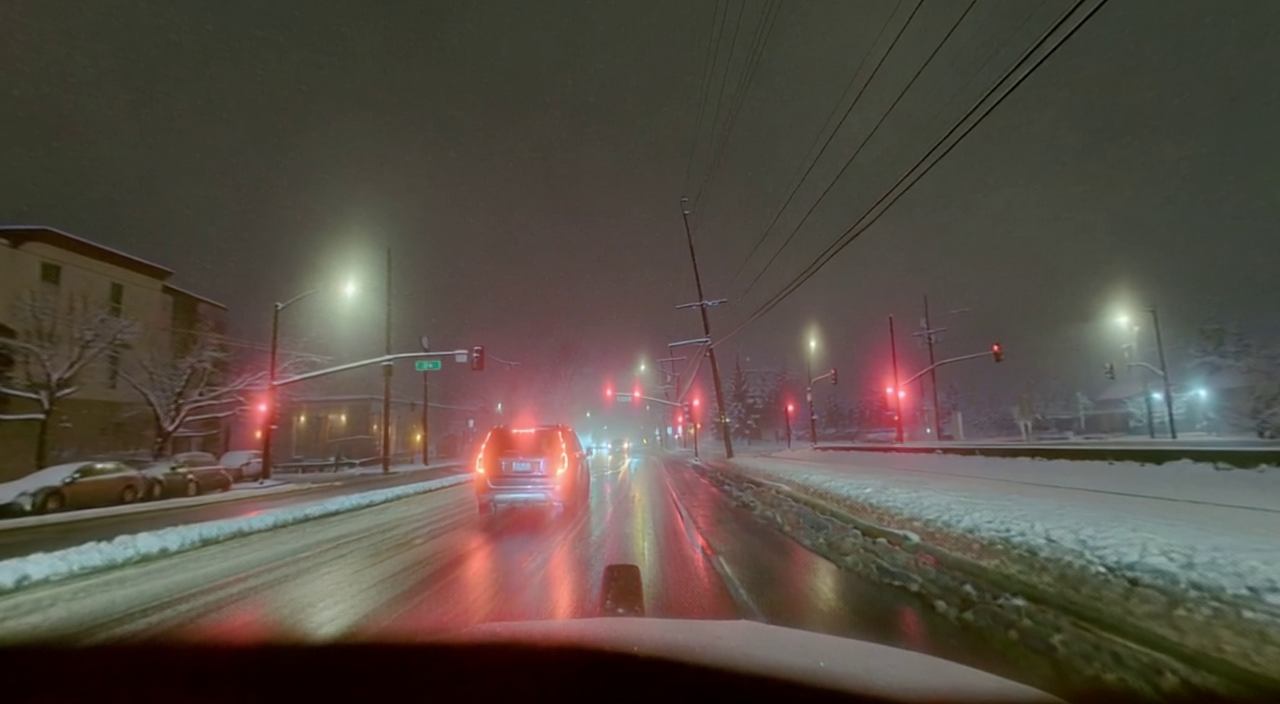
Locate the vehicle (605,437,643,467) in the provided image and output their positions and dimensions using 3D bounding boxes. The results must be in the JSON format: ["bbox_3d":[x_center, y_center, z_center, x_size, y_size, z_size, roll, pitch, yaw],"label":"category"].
[{"bbox_3d":[-0.915,5.956,37.722,2.144,1.681,3.855,0,-9,0],"label":"vehicle"}]

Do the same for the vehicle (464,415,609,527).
[{"bbox_3d":[-1.746,2.199,12.127,2.022,1.757,4.041,0,-9,1],"label":"vehicle"}]

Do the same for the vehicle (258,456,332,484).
[{"bbox_3d":[-20.116,6.875,37.072,1.826,1.430,4.426,0,-9,0],"label":"vehicle"}]

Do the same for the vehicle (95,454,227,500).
[{"bbox_3d":[-20.110,5.217,26.807,1.989,1.689,4.388,0,-9,2],"label":"vehicle"}]

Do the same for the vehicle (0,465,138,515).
[{"bbox_3d":[-20.206,4.710,22.023,1.790,1.415,4.450,0,-9,-1],"label":"vehicle"}]
